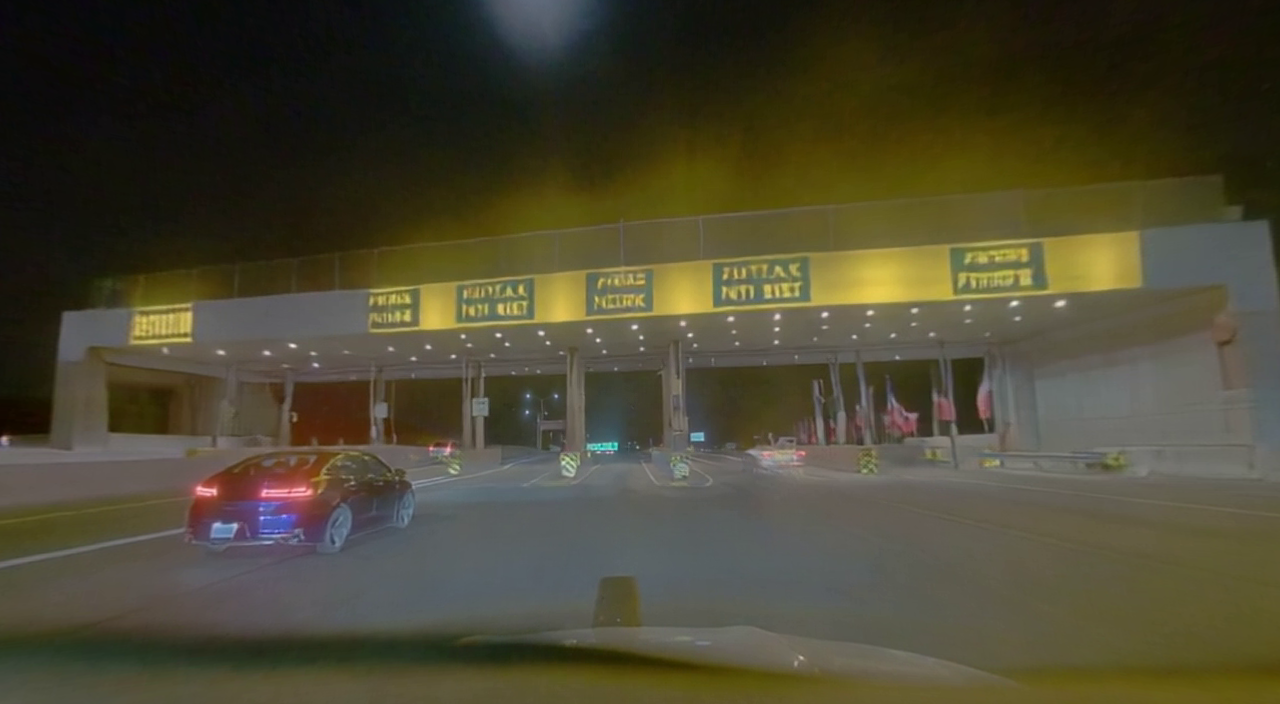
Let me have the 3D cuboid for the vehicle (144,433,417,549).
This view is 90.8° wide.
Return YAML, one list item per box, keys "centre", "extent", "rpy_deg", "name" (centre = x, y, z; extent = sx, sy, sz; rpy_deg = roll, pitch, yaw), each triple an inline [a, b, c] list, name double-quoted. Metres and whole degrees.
- centre: [-5.379, 2.104, 10.312]
  extent: [1.981, 1.465, 4.334]
  rpy_deg: [0, -8, -1]
  name: "vehicle"
